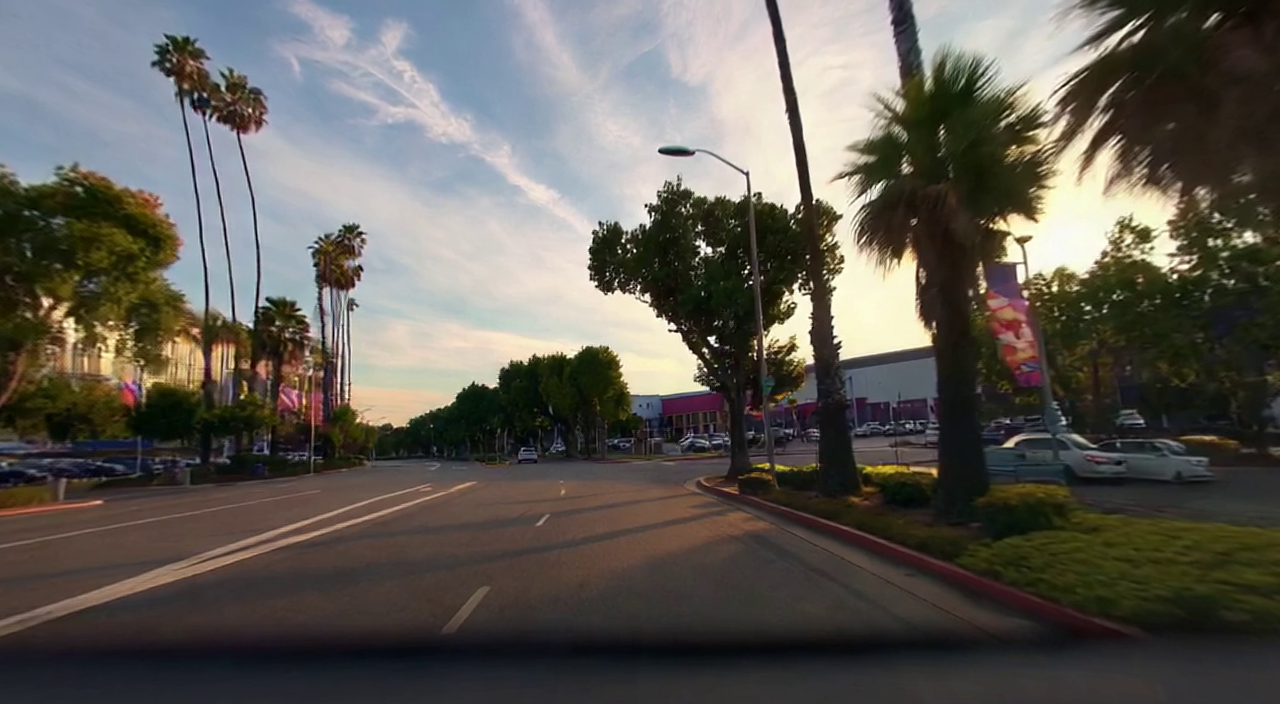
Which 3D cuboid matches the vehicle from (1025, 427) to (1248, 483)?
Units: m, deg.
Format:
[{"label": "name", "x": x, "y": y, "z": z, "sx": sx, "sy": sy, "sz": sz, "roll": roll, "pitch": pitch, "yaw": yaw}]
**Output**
[{"label": "vehicle", "x": 13.989, "y": 2.927, "z": 17.927, "sx": 4.626, "sy": 1.496, "sz": 1.895, "roll": -1, "pitch": -9, "yaw": 3}]
